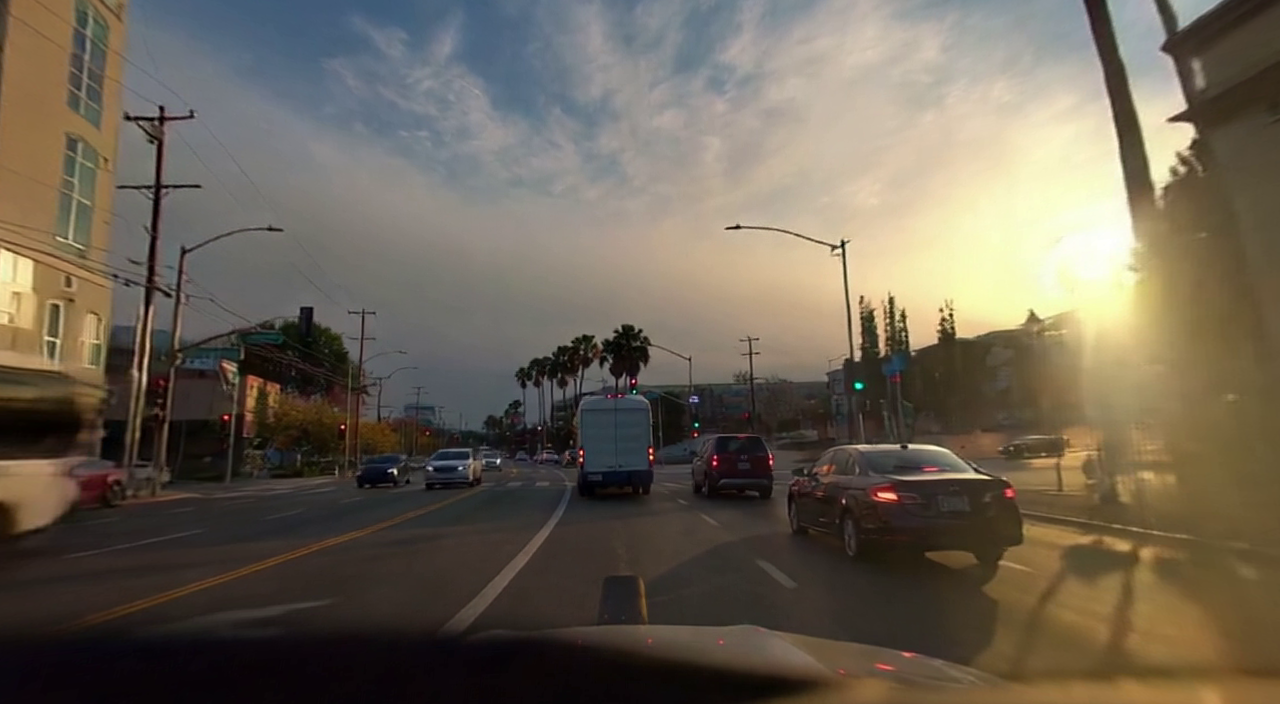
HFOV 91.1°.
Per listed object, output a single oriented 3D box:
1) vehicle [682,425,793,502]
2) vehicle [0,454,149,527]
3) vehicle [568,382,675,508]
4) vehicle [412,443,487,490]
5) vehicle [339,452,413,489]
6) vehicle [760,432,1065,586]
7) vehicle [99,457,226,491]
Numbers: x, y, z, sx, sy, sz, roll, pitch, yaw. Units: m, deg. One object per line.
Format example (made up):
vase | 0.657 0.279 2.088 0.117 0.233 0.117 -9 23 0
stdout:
vehicle | 2.690 3.284 18.876 2.157 1.944 5.423 0 -9 -3
vehicle | -15.434 3.478 16.370 1.861 1.574 4.456 1 -9 -5
vehicle | -0.719 2.651 17.953 2.517 2.926 6.177 1 -9 -5
vehicle | -7.624 4.610 25.633 2.058 1.730 4.466 1 -9 -6
vehicle | -12.229 5.478 29.374 1.975 1.503 4.533 1 -9 -7
vehicle | 3.199 1.930 8.688 1.978 1.507 4.636 0 -9 -2
vehicle | -23.149 5.914 30.562 4.585 1.533 1.996 0 -9 3
